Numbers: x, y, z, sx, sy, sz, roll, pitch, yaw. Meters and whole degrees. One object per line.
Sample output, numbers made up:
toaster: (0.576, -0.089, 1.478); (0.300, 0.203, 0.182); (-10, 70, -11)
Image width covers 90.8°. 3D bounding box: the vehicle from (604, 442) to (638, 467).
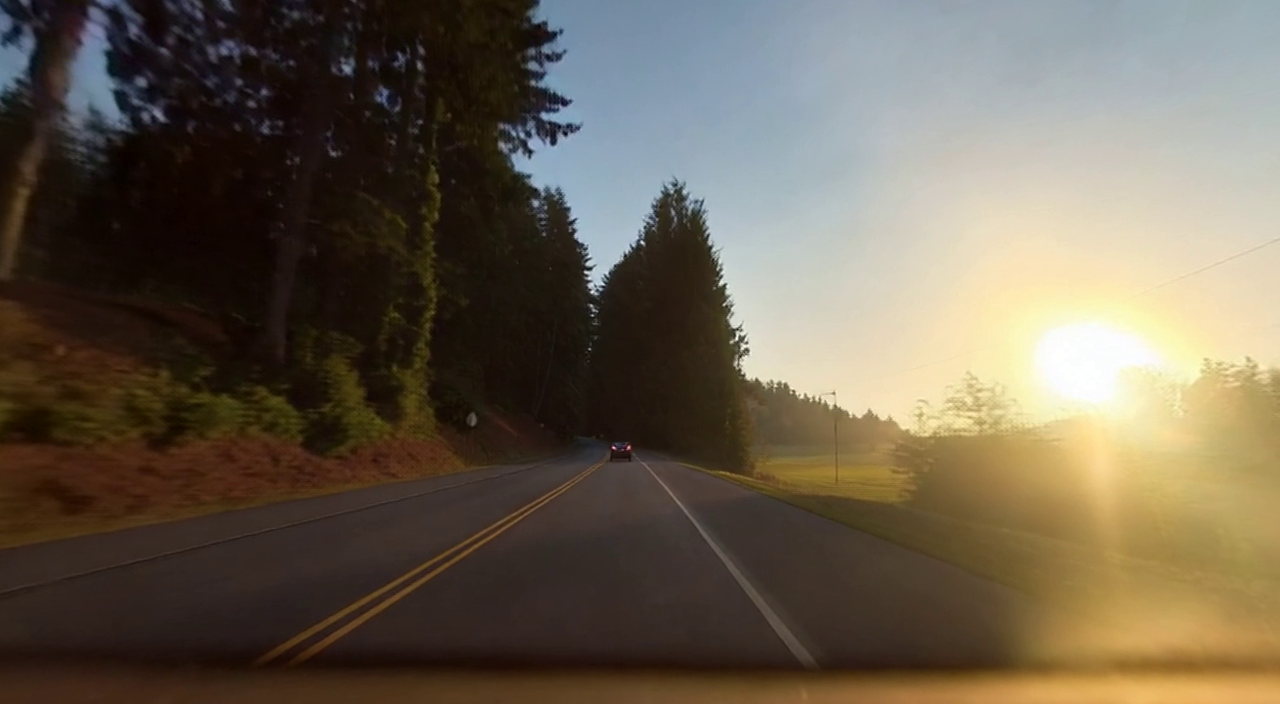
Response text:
vehicle: (-1.193, 6.451, 39.891); (2.042, 1.489, 3.963); (0, -9, -2)
